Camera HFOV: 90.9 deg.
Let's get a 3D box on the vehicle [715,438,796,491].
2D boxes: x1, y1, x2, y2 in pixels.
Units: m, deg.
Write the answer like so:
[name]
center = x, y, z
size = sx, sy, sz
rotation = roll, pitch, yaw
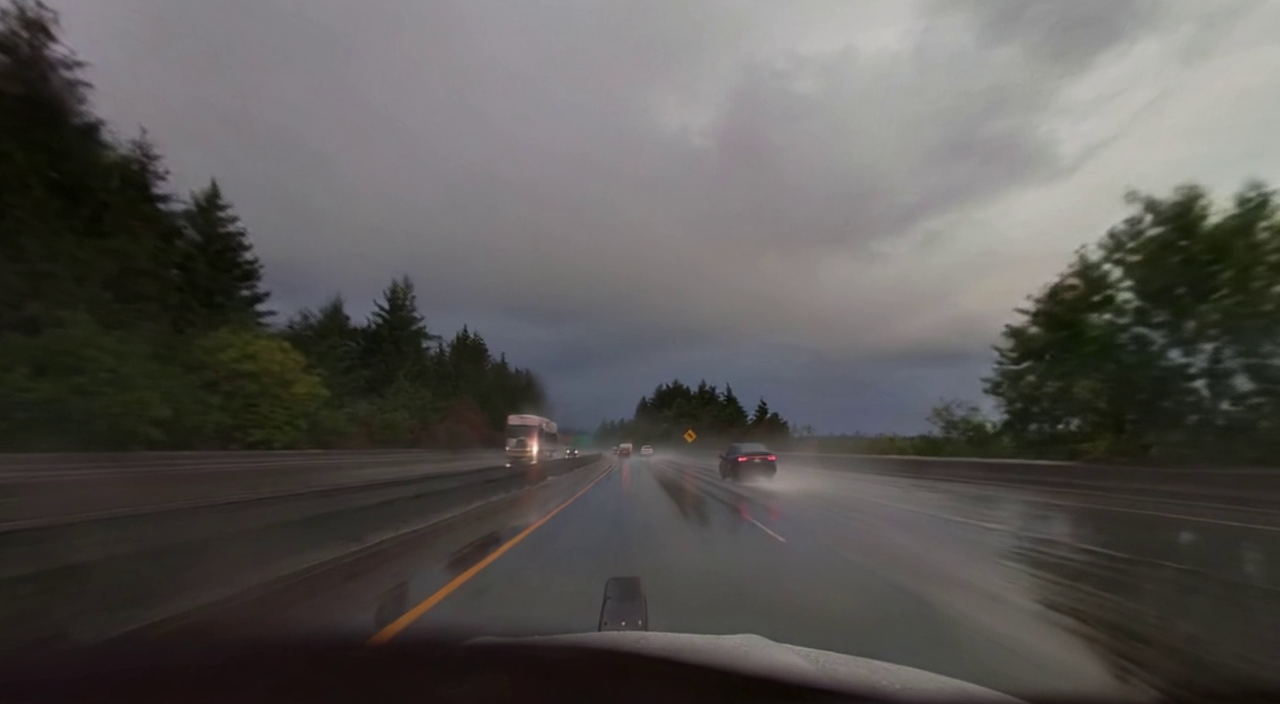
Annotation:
[vehicle]
center = 3.945, 3.911, 22.273
size = 1.933, 1.663, 4.440
rotation = 0, -9, -1
